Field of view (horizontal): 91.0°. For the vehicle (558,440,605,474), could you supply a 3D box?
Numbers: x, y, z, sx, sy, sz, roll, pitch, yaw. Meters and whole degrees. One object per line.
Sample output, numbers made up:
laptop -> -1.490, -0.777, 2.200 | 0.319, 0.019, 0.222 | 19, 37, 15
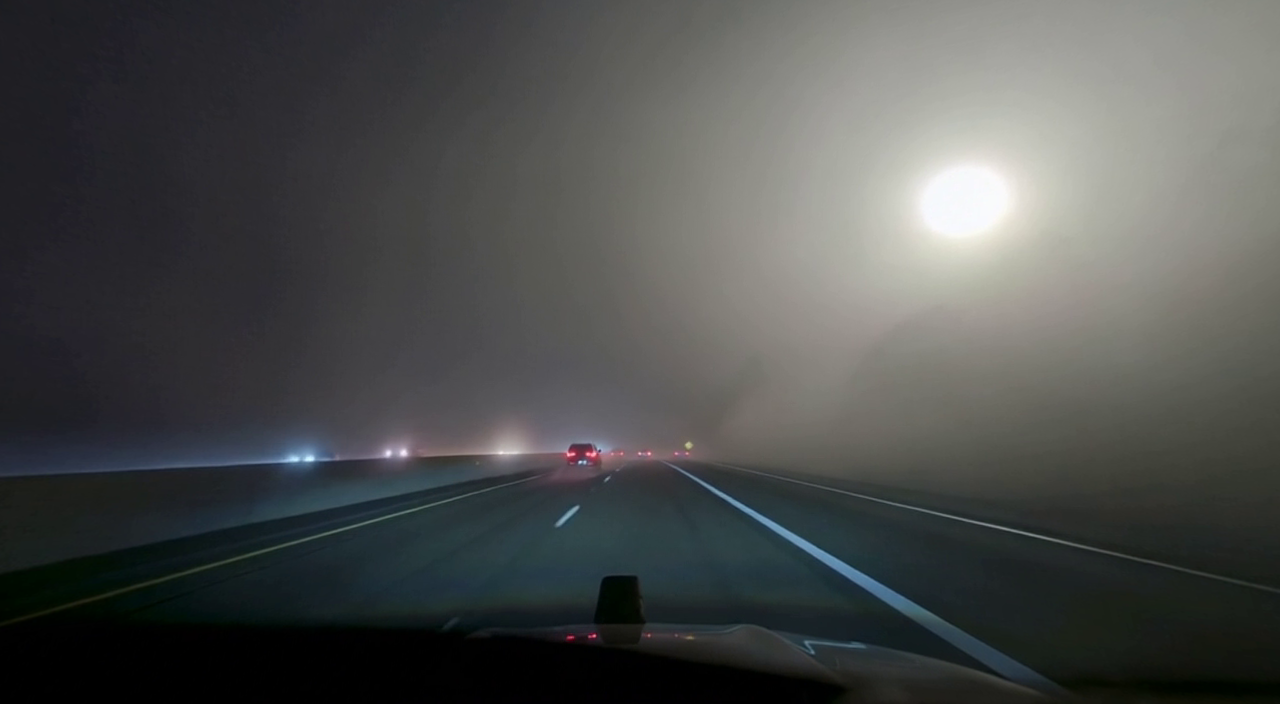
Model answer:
vehicle -> -3.056, 5.625, 33.894 | 2.070, 1.707, 4.309 | 0, -9, 1
